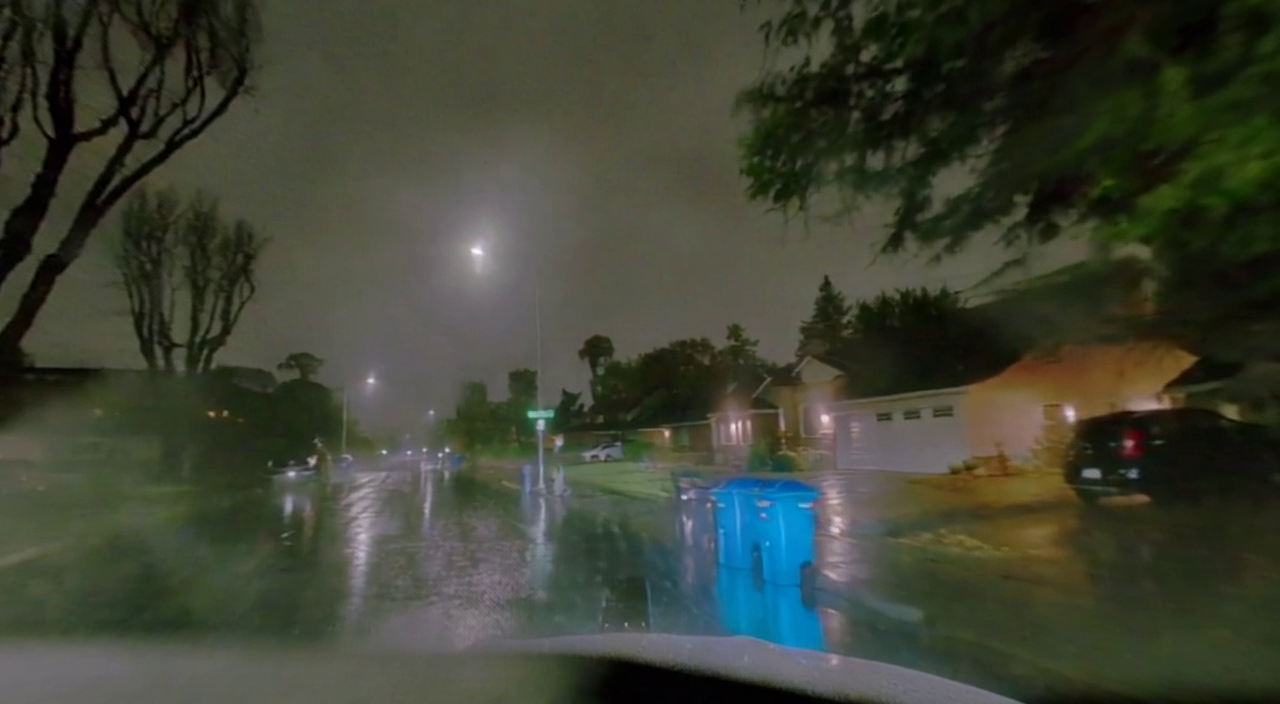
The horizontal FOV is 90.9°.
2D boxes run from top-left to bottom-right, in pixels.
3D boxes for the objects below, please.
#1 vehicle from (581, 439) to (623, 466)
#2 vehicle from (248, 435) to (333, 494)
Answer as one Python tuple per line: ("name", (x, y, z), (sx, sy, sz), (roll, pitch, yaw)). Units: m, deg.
("vehicle", (-2.970, 7.657, 48.404), (1.936, 1.687, 4.714), (-1, -6, -19))
("vehicle", (-16.191, 5.167, 29.572), (2.223, 2.115, 5.707), (9, -8, -18))
